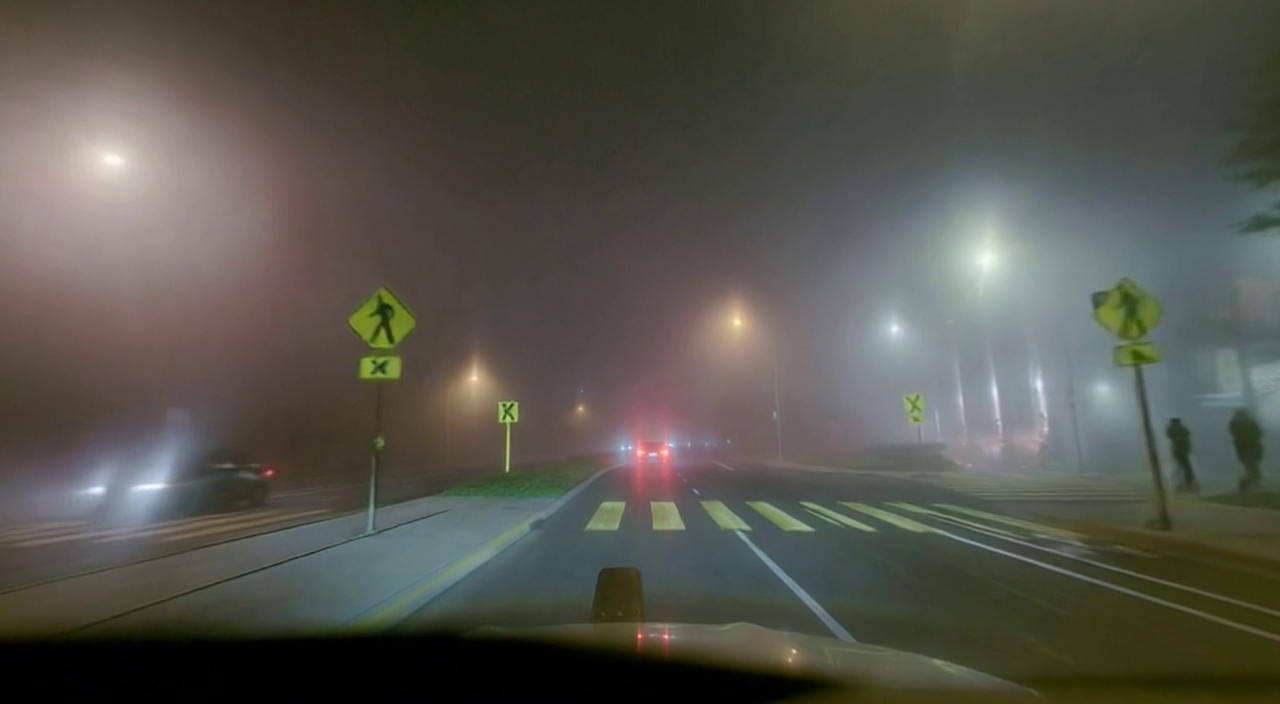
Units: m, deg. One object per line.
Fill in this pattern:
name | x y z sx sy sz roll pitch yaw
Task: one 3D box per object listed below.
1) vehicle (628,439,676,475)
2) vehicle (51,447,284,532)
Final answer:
vehicle | 0.610 5.075 30.691 2.158 1.600 3.865 -1 -8 2
vehicle | -10.451 3.011 14.484 2.197 1.606 4.034 0 -8 0
